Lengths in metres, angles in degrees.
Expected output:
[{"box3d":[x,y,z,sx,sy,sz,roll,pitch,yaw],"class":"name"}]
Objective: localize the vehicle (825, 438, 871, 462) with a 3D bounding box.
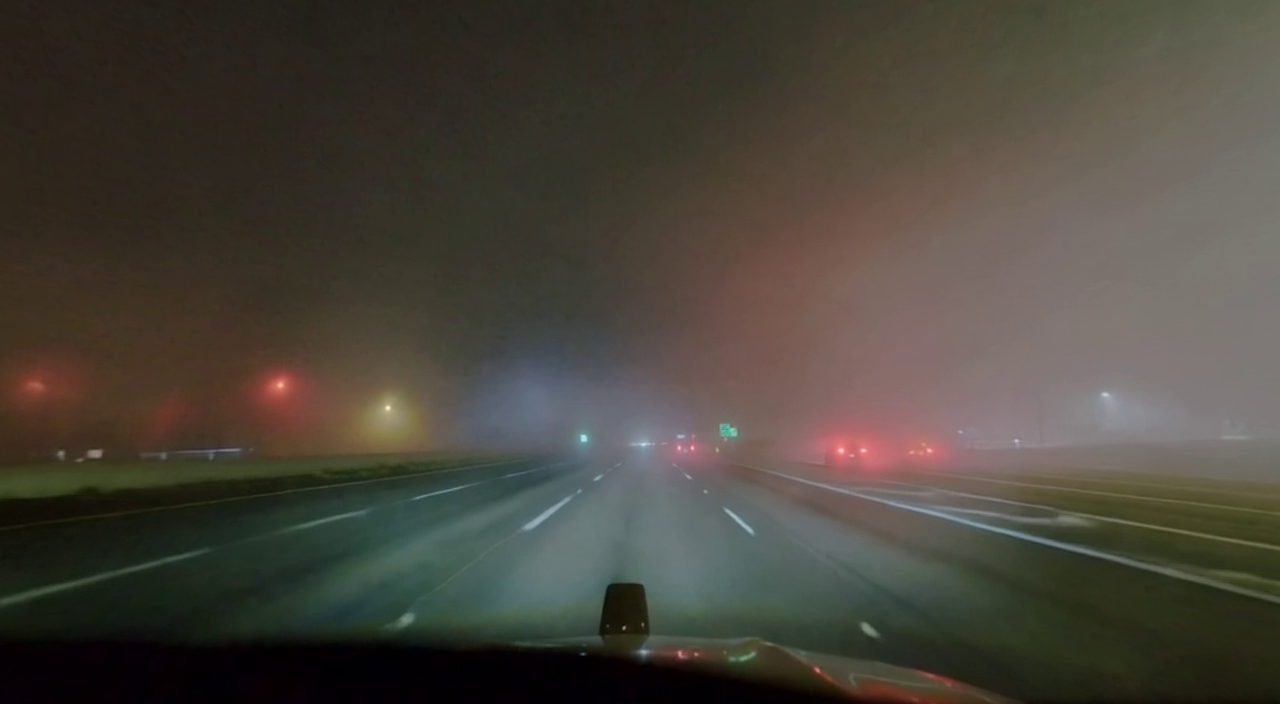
[{"box3d":[15.579,7.367,47.448,2.039,1.658,4.457,0,-8,3],"class":"vehicle"}]
